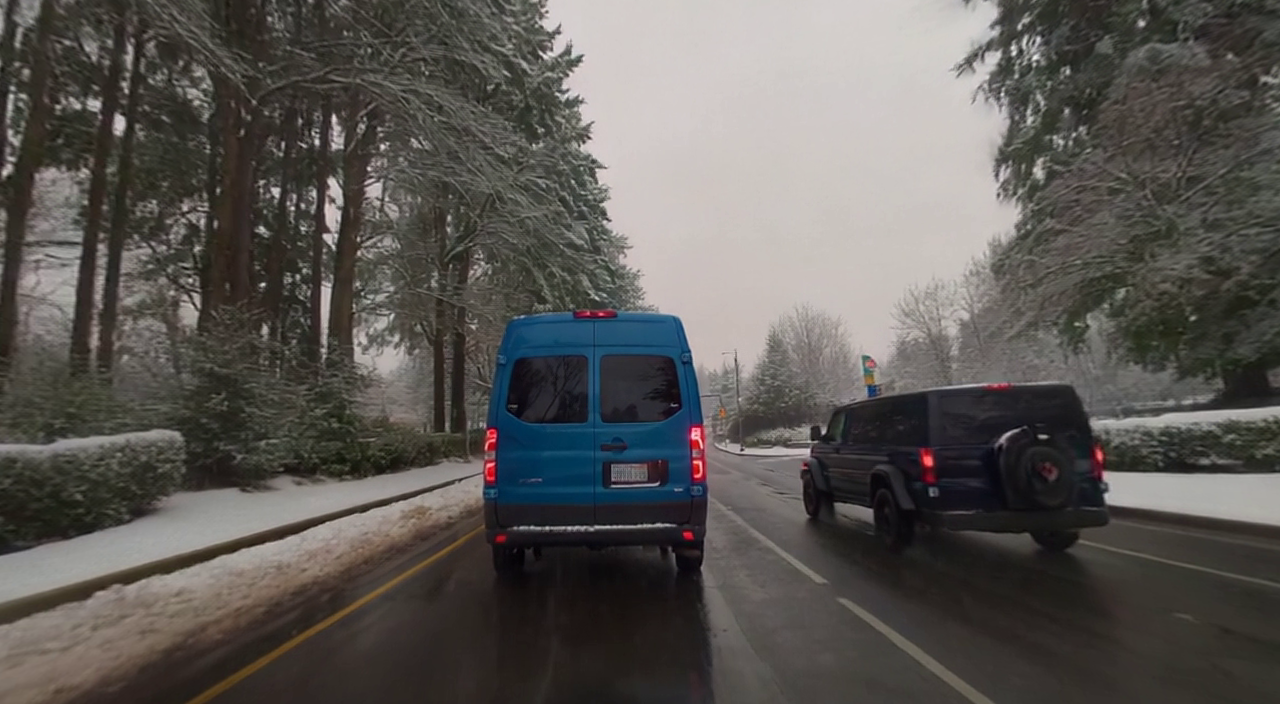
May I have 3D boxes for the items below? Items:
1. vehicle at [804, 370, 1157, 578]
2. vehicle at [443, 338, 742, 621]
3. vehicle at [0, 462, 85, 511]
[{"bbox_3d":[3.613,1.396,7.780,1.988,1.873,3.968,0,-9,-2],"label":"vehicle"},{"bbox_3d":[-0.310,1.229,6.809,2.145,2.046,4.309,0,-9,1],"label":"vehicle"},{"bbox_3d":[-25.155,5.314,25.312,4.857,1.729,2.029,-3,-9,18],"label":"vehicle"}]
